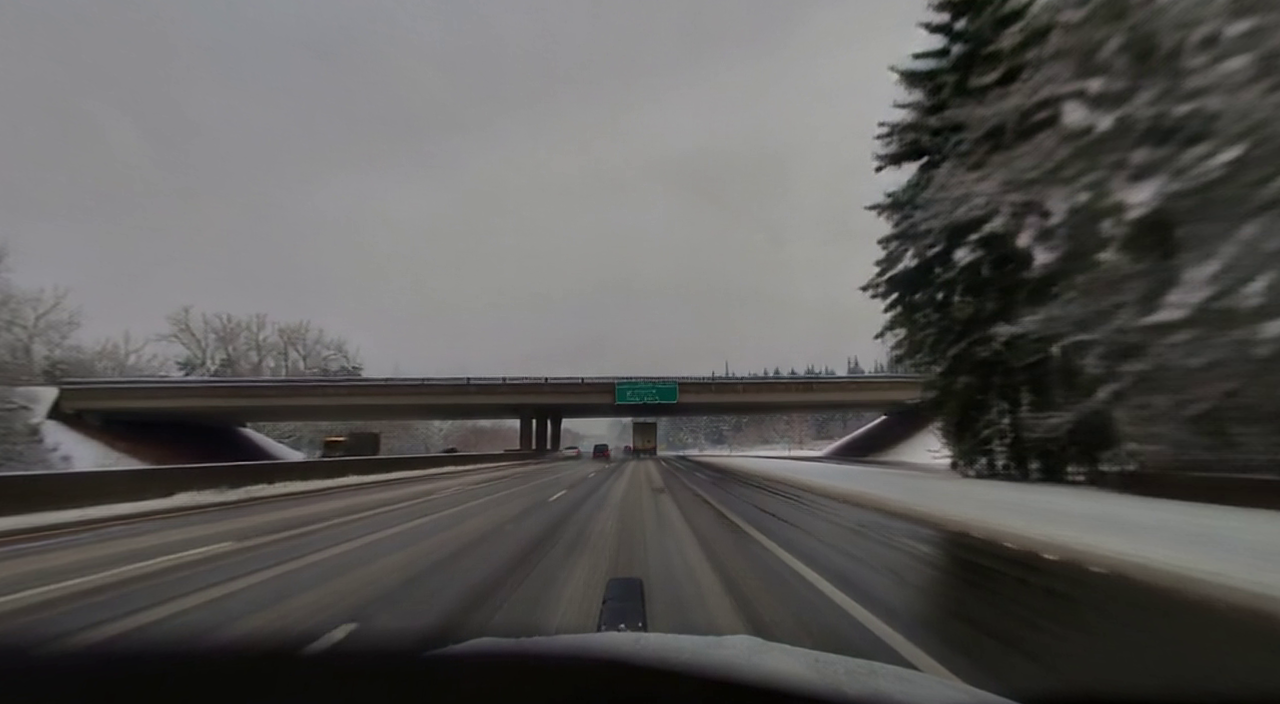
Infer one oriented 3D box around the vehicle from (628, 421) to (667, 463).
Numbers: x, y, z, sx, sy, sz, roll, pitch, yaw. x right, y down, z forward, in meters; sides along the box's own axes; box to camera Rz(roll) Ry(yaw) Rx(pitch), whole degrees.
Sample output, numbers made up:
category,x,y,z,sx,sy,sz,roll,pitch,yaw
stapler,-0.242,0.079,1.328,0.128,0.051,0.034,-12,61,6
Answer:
category,x,y,z,sx,sy,sz,roll,pitch,yaw
vehicle,0.475,7.165,49.901,2.790,3.075,7.414,0,-9,-2
